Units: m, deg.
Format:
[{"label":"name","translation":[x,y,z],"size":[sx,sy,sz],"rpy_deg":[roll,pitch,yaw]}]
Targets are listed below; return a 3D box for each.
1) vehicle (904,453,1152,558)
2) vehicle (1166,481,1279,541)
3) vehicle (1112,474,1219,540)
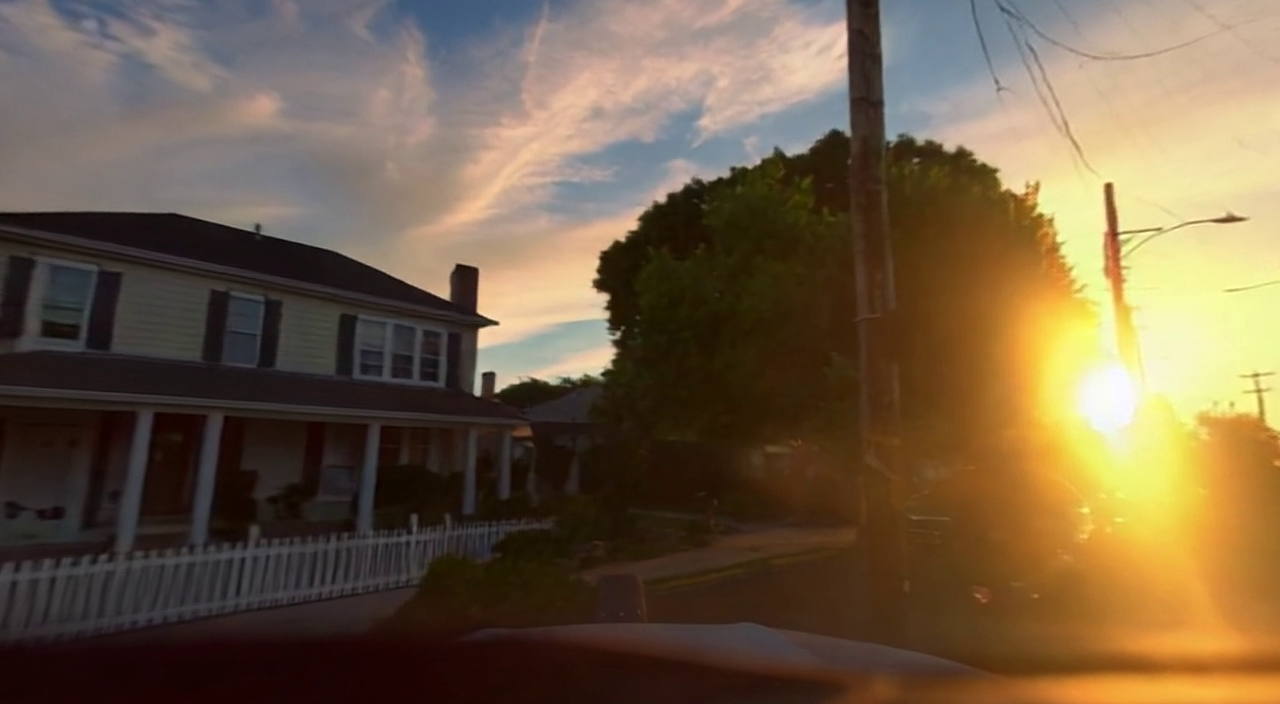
[{"label":"vehicle","translation":[9.148,3.461,15.116],"size":[2.471,1.595,4.537],"rpy_deg":[8,-6,-43]},{"label":"vehicle","translation":[21.268,5.685,22.976],"size":[4.924,1.717,2.334],"rpy_deg":[7,-14,-41]},{"label":"vehicle","translation":[16.533,4.717,19.775],"size":[2.081,1.589,4.691],"rpy_deg":[-8,-12,43]}]
